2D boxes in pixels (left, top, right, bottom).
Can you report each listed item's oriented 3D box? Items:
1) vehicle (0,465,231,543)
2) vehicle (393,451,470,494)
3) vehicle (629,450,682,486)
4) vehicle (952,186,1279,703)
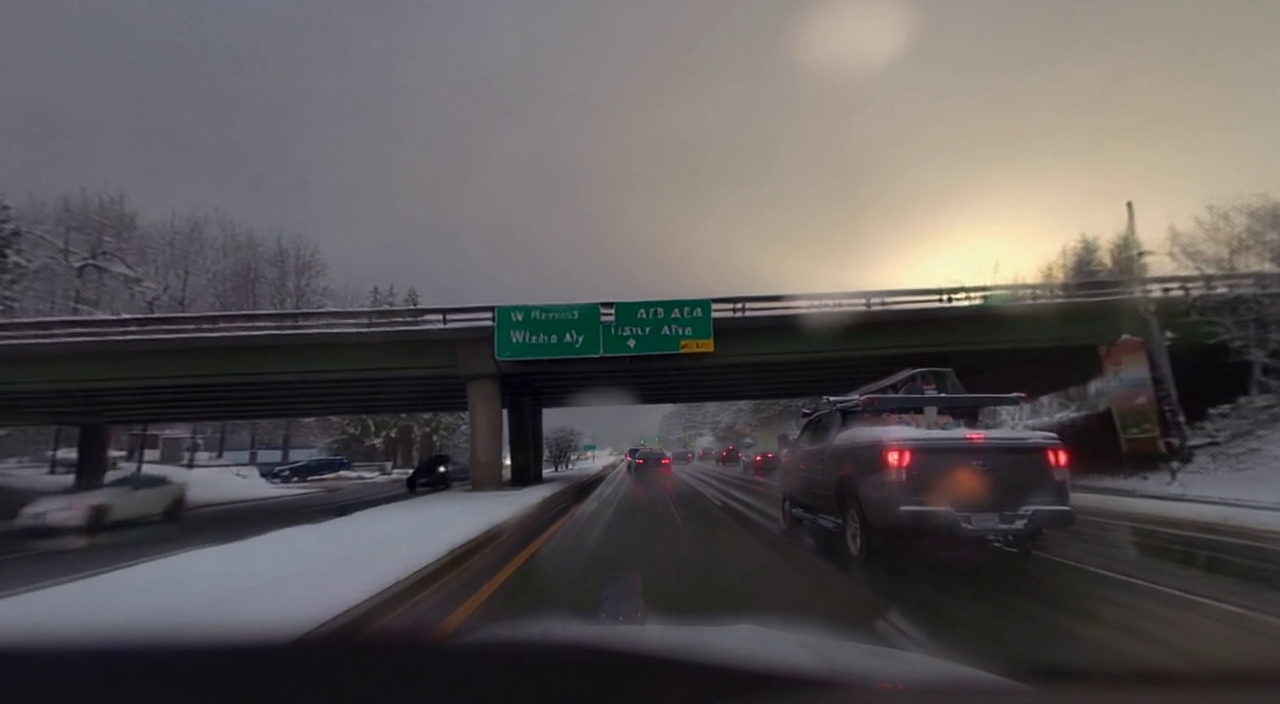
[{"bbox_3d":[-12.196,3.509,15.177,1.798,1.434,4.356,-1,-9,0],"label":"vehicle"},{"bbox_3d":[-8.722,5.036,26.766,1.897,1.663,3.838,0,-9,0],"label":"vehicle"},{"bbox_3d":[0.620,4.799,26.364,2.027,1.341,3.775,0,-9,1],"label":"vehicle"},{"bbox_3d":[3.558,0.552,2.010,2.588,2.321,4.927,0,-9,1],"label":"vehicle"}]
